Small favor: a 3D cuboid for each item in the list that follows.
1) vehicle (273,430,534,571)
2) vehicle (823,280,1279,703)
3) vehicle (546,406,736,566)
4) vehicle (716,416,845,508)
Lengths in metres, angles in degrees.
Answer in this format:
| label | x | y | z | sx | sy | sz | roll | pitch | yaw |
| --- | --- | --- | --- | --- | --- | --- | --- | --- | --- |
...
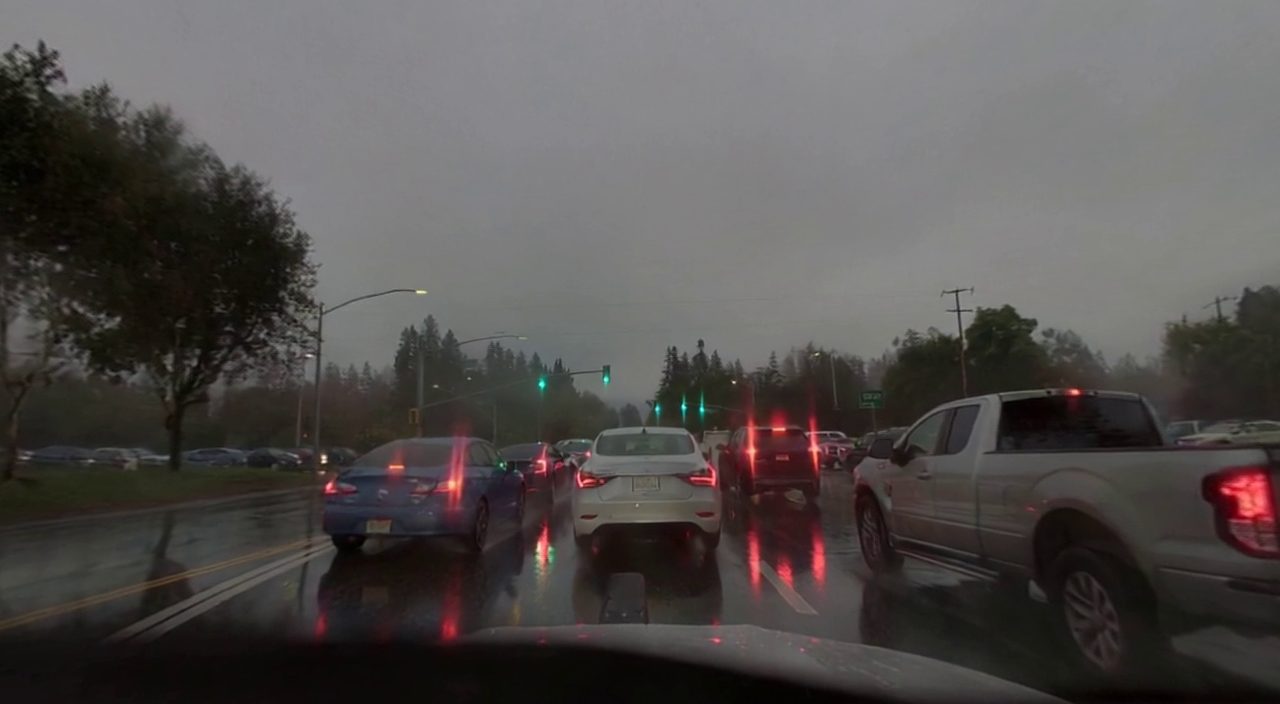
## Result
| label | x | y | z | sx | sy | sz | roll | pitch | yaw |
| --- | --- | --- | --- | --- | --- | --- | --- | --- | --- |
| vehicle | -2.916 | 1.919 | 8.980 | 2.023 | 1.494 | 4.259 | 0 | -9 | 0 |
| vehicle | 3.383 | 1.075 | 4.701 | 2.317 | 1.857 | 5.940 | 0 | -8 | 1 |
| vehicle | 0.059 | 1.788 | 9.073 | 2.113 | 1.768 | 3.901 | 0 | -8 | 1 |
| vehicle | 3.599 | 2.964 | 17.488 | 2.408 | 2.100 | 5.668 | 0 | -9 | 1 |
